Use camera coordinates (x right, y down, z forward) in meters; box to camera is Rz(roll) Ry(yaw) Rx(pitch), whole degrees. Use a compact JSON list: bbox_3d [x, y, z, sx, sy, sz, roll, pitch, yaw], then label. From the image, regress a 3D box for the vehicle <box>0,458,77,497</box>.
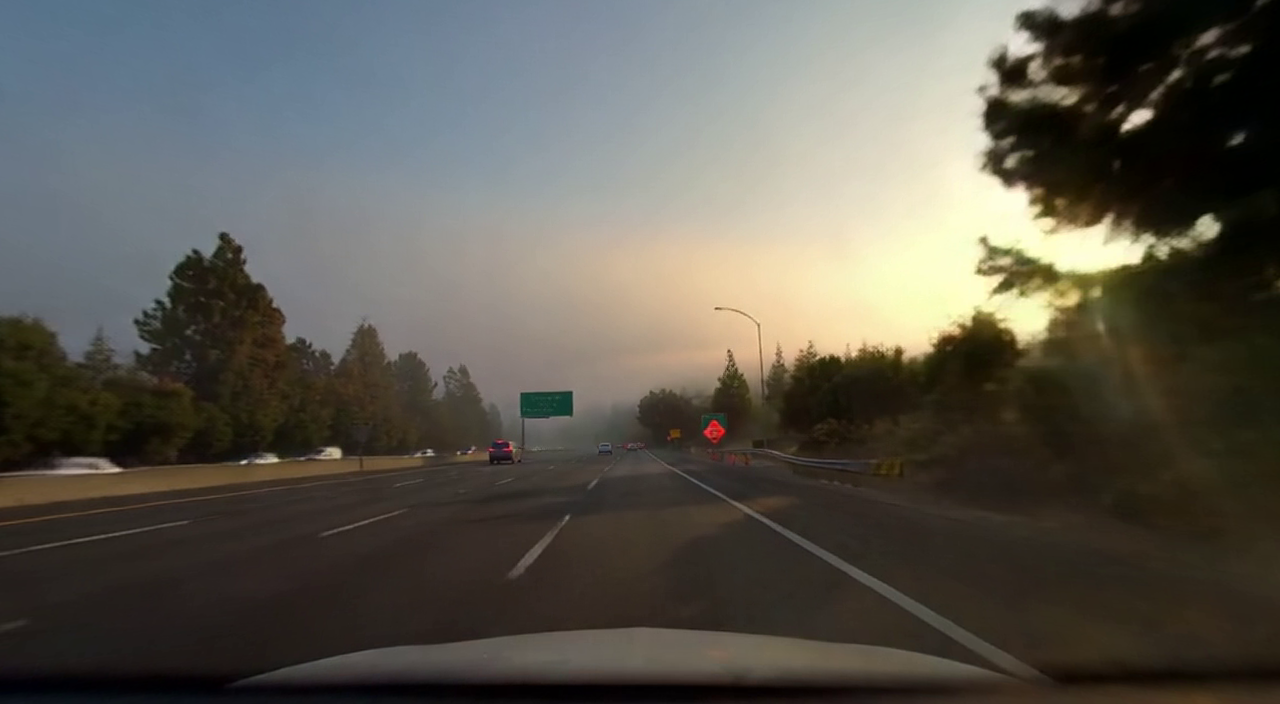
[{"bbox_3d":[-25.098,4.963,25.127,1.831,1.410,3.862,0,-9,-1],"label":"vehicle"}]
